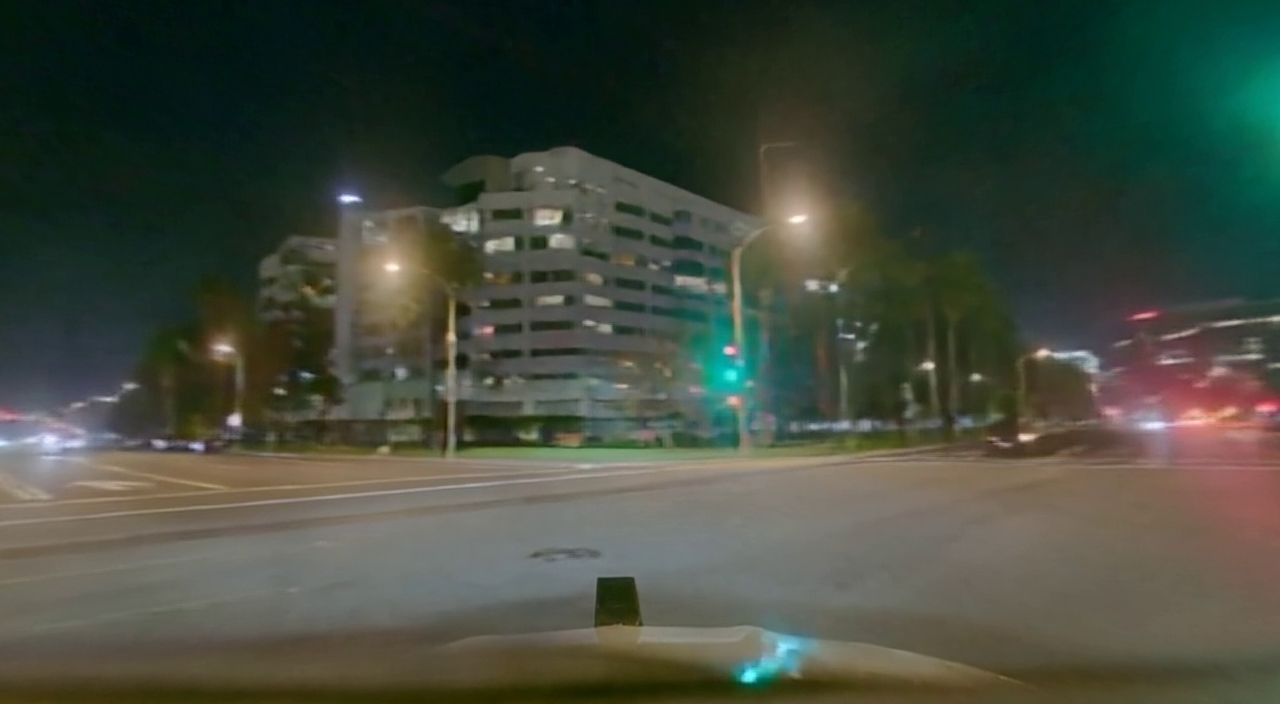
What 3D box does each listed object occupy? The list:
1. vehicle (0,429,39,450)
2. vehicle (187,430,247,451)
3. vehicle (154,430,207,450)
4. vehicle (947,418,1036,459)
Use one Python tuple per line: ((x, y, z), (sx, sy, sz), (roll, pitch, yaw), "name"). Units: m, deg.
((-47.067, 6.546, 47.076), (4.386, 1.481, 2.037), (-6, -10, 31), "vehicle")
((-30.103, 6.325, 44.898), (4.605, 1.456, 1.870), (-6, -11, 34), "vehicle")
((-35.937, 6.918, 49.329), (4.549, 1.452, 1.846), (-6, -11, 35), "vehicle")
((14.005, 3.463, 25.046), (2.149, 1.477, 4.186), (-8, -11, 40), "vehicle")
